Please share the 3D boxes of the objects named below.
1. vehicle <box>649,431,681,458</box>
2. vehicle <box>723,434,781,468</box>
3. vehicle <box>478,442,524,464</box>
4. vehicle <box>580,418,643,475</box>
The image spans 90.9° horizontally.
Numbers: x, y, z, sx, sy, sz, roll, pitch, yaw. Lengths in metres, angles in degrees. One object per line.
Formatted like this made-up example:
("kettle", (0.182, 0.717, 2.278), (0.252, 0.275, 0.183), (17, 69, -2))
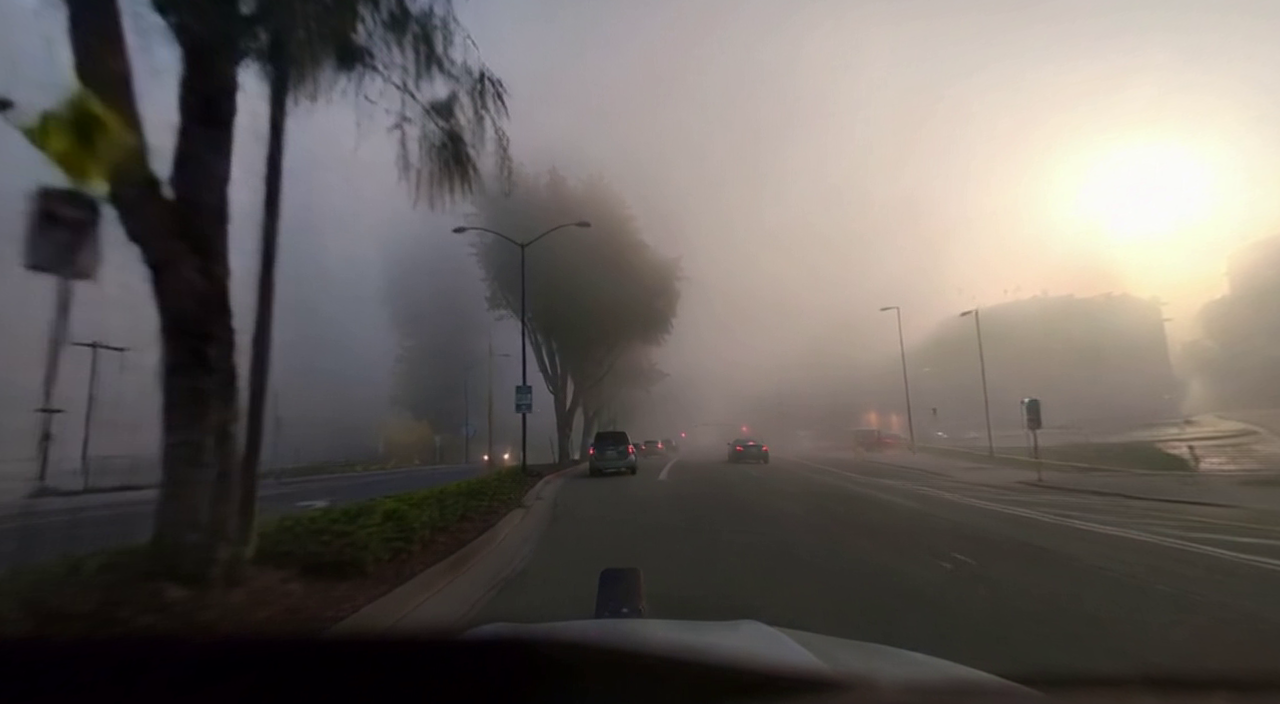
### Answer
("vehicle", (1.894, 6.793, 46.341), (2.222, 1.841, 4.031), (-1, -8, 4))
("vehicle", (5.237, 4.710, 30.147), (2.075, 1.486, 4.316), (0, -8, 1))
("vehicle", (-10.022, 7.325, 45.824), (1.965, 1.486, 4.494), (-1, -8, 4))
("vehicle", (-1.175, 3.975, 26.571), (2.396, 2.143, 4.824), (0, -8, -2))
